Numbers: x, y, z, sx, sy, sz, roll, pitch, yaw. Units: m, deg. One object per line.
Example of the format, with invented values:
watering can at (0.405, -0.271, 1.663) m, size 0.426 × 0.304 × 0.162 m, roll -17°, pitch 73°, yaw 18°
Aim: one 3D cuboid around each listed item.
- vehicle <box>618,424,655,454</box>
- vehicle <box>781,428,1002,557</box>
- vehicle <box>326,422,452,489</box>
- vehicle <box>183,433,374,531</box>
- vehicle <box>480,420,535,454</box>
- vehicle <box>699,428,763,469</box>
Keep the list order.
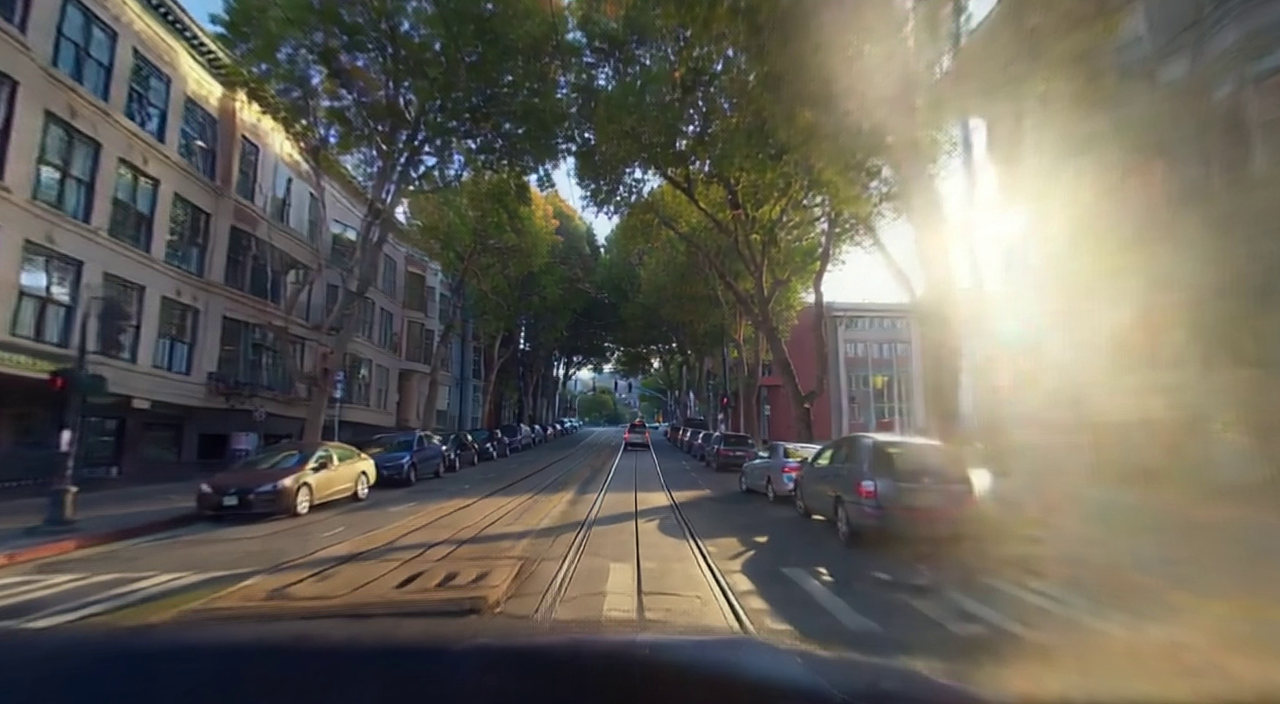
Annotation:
vehicle at (-0.234, 4.972, 35.927) m, size 1.984 × 1.571 × 3.404 m, roll 0°, pitch -8°, yaw -2°
vehicle at (3.887, 2.217, 10.703) m, size 1.929 × 1.723 × 4.134 m, roll 0°, pitch -9°, yaw -1°
vehicle at (-7.466, 3.171, 19.399) m, size 1.861 × 1.751 × 4.550 m, roll 1°, pitch -9°, yaw 2°
vehicle at (-7.384, 2.610, 13.439) m, size 1.779 × 1.588 × 3.953 m, roll 2°, pitch -6°, yaw -2°
vehicle at (-7.450, 4.877, 36.014) m, size 2.049 × 1.821 × 5.066 m, roll 0°, pitch -8°, yaw -1°
vehicle at (3.707, 4.025, 26.457) m, size 1.890 × 1.559 × 4.281 m, roll 0°, pitch -9°, yaw -2°
